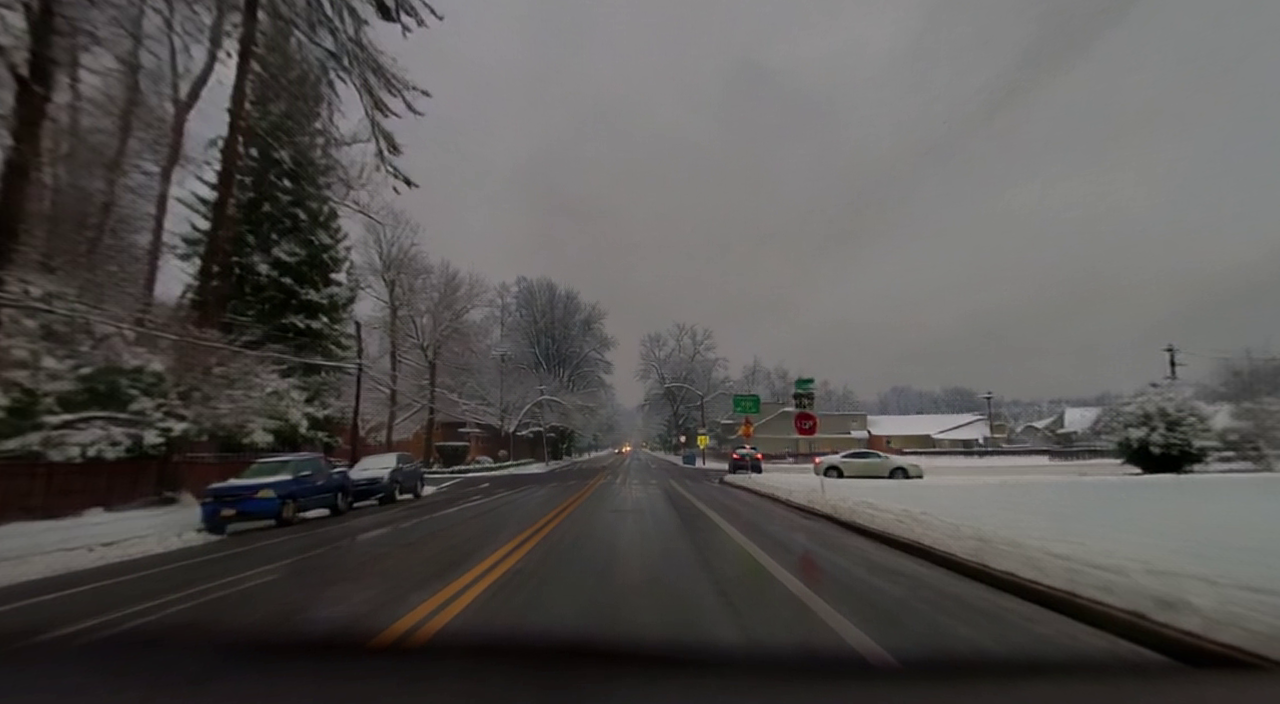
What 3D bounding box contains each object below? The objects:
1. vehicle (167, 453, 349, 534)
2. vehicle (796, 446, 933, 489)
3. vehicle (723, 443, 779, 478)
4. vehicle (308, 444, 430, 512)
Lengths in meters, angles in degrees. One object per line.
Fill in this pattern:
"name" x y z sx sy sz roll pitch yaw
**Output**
"vehicle" -9.195 3.379 15.659 1.998 1.684 4.180 1 -9 -2
"vehicle" 8.148 4.238 23.271 4.438 1.466 1.943 -1 -9 10
"vehicle" 5.797 5.717 33.545 2.096 1.713 4.606 0 -9 -1
"vehicle" -9.371 4.335 22.356 2.181 1.938 4.931 -2 -7 0
